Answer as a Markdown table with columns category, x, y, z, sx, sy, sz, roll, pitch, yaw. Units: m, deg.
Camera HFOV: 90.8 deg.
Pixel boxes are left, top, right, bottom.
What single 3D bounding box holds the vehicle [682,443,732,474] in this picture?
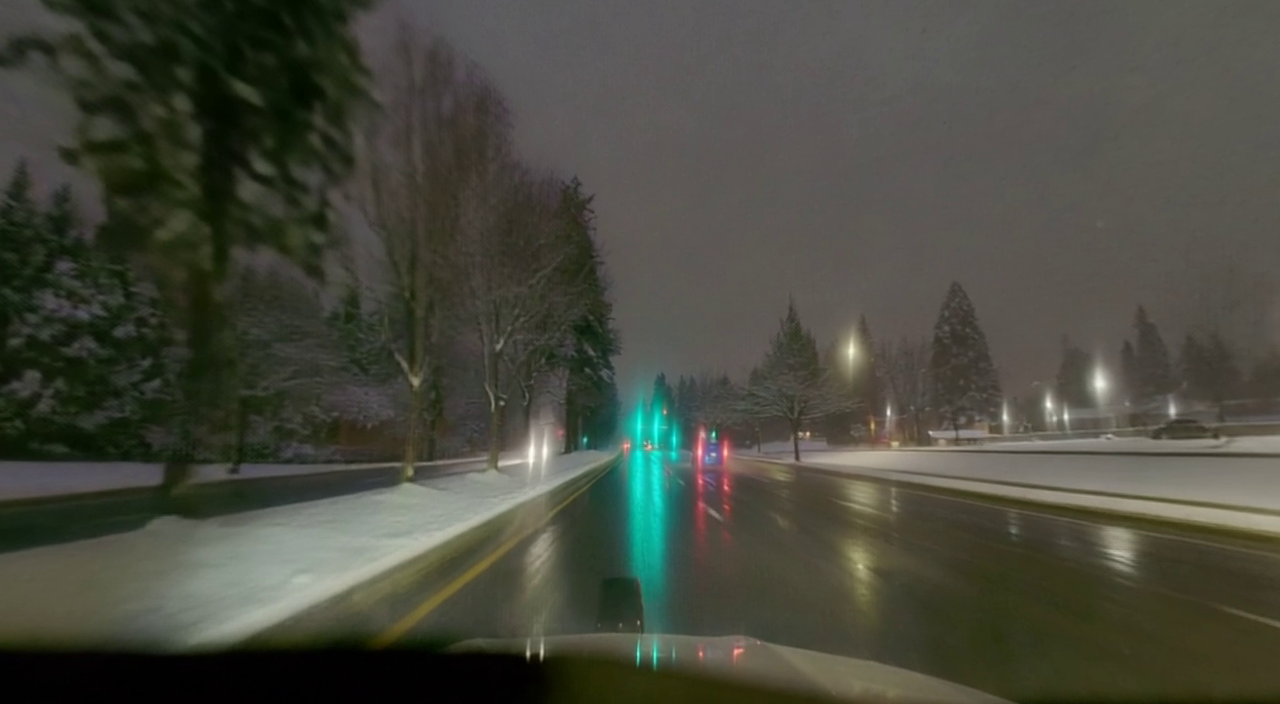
| category | x | y | z | sx | sy | sz | roll | pitch | yaw |
| --- | --- | --- | --- | --- | --- | --- | --- | --- | --- |
| vehicle | 3.344 | 5.409 | 32.314 | 2.056 | 1.483 | 4.091 | 0 | -8 | -1 |
